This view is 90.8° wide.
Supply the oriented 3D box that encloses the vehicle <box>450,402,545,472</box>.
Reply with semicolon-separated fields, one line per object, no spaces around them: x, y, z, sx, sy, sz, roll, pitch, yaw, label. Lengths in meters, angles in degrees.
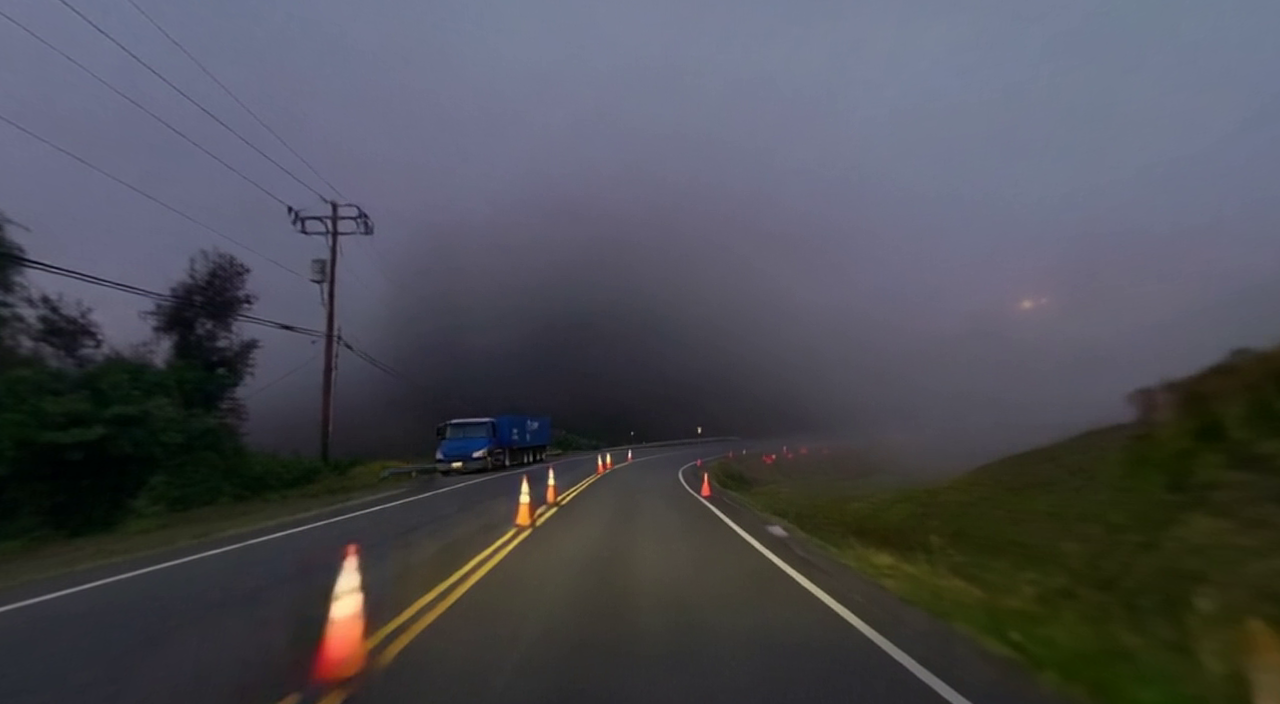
-7.461;4.602;34.087;3.031;3.185;7.053;-4;-8;4;vehicle
